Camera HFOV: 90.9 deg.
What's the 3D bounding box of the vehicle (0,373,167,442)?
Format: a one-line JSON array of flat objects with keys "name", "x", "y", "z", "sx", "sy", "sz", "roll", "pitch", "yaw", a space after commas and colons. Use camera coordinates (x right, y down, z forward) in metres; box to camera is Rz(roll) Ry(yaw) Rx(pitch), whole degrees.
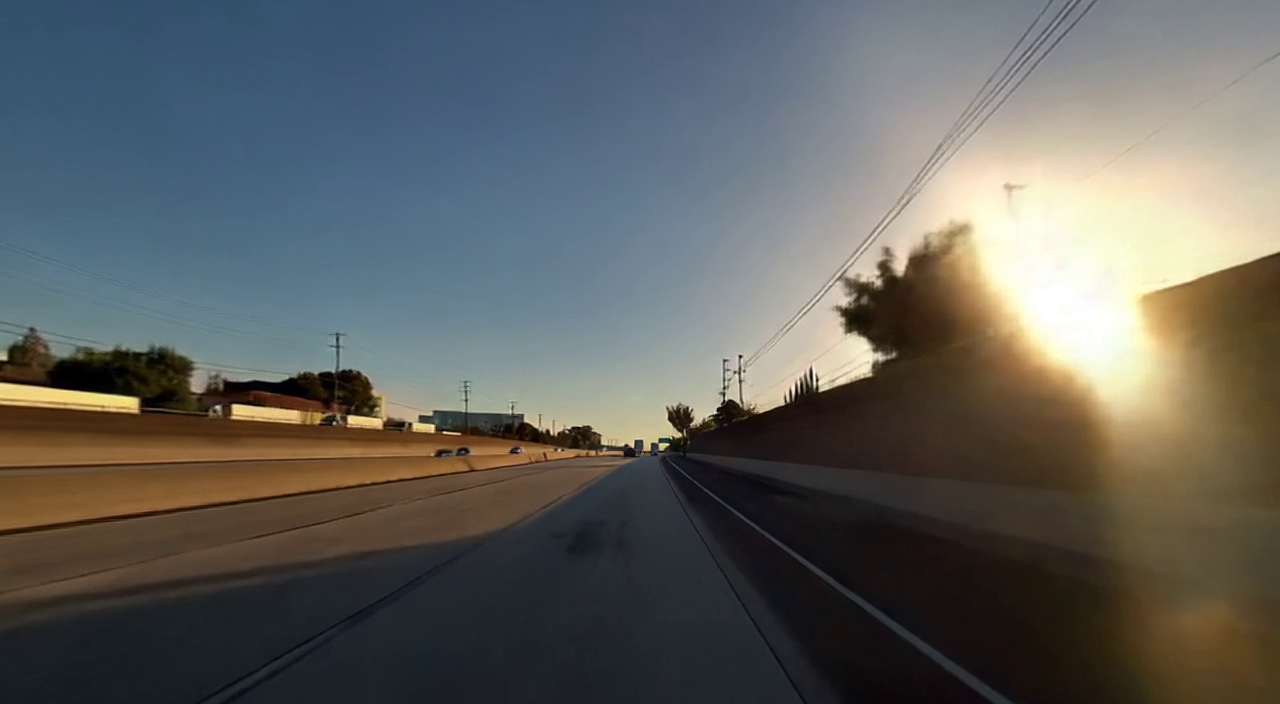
[{"name": "vehicle", "x": -42.731, "y": 4.226, "z": 45.620, "sx": 3.206, "sy": 3.635, "sz": 18.419, "roll": -3, "pitch": -10, "yaw": -2}]
